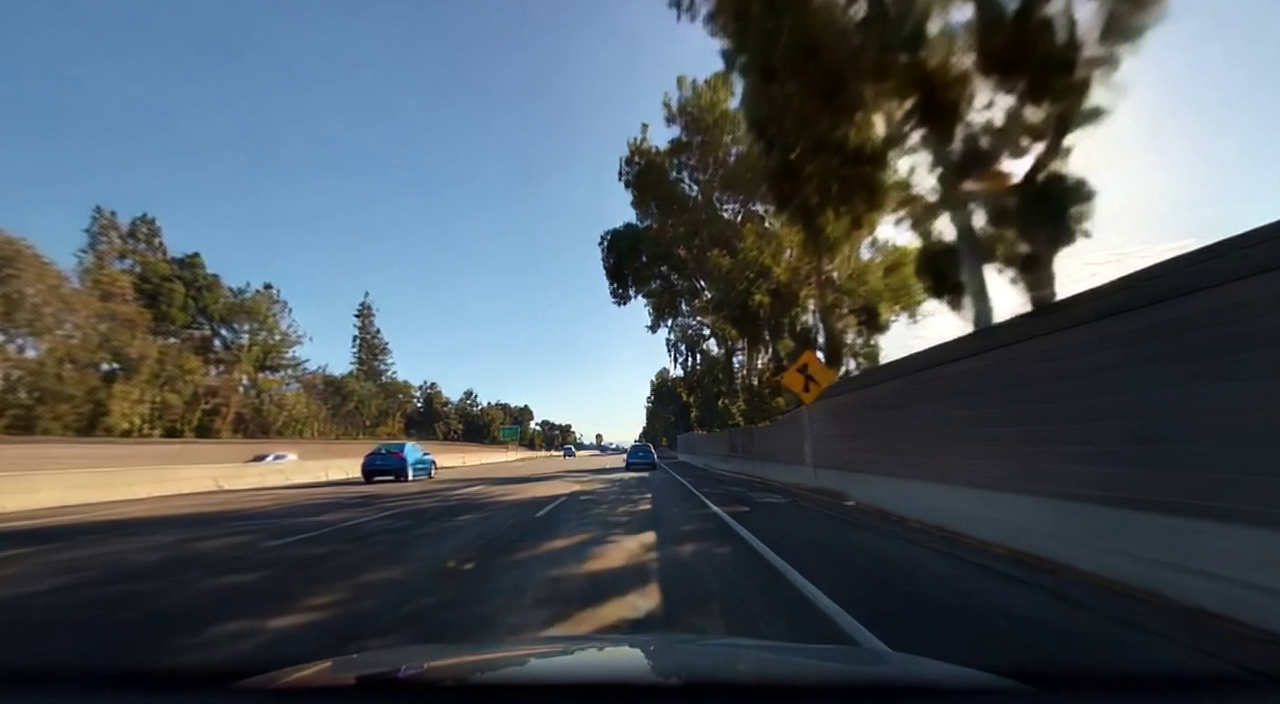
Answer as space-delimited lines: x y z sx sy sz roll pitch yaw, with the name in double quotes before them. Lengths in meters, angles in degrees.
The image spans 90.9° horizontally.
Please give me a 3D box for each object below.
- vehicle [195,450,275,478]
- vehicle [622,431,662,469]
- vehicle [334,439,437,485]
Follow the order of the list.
"vehicle" -23.770 6.552 37.206 2.104 1.526 3.825 0 -8 1
"vehicle" 0.144 5.988 38.722 2.318 2.145 4.561 0 -8 0
"vehicle" -10.163 4.416 25.647 2.037 1.661 4.885 0 -8 1
